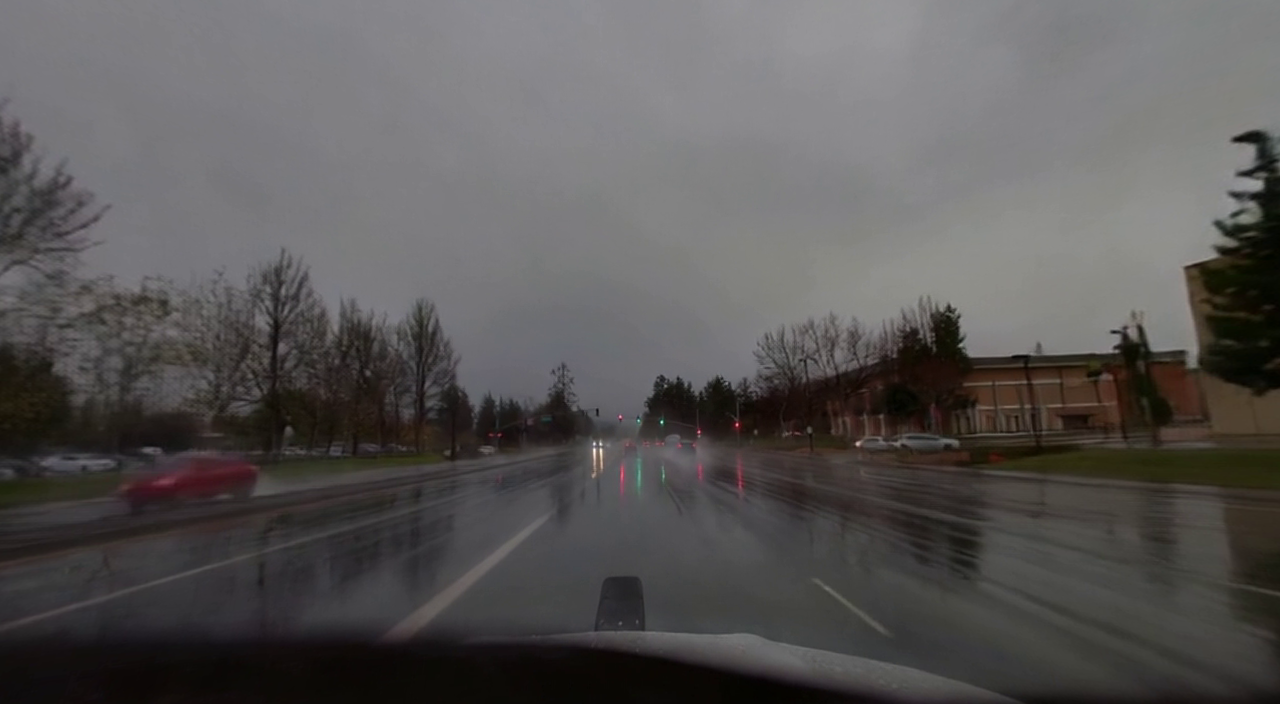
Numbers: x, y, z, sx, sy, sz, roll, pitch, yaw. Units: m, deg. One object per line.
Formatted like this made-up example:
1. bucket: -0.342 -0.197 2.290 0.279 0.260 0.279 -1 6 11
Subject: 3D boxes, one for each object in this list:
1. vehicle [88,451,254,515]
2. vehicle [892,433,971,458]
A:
1. vehicle: -14.957 4.137 20.543 1.998 1.785 4.362 0 -8 0
2. vehicle: 22.154 7.110 48.125 4.893 1.873 2.191 1 -8 -6
